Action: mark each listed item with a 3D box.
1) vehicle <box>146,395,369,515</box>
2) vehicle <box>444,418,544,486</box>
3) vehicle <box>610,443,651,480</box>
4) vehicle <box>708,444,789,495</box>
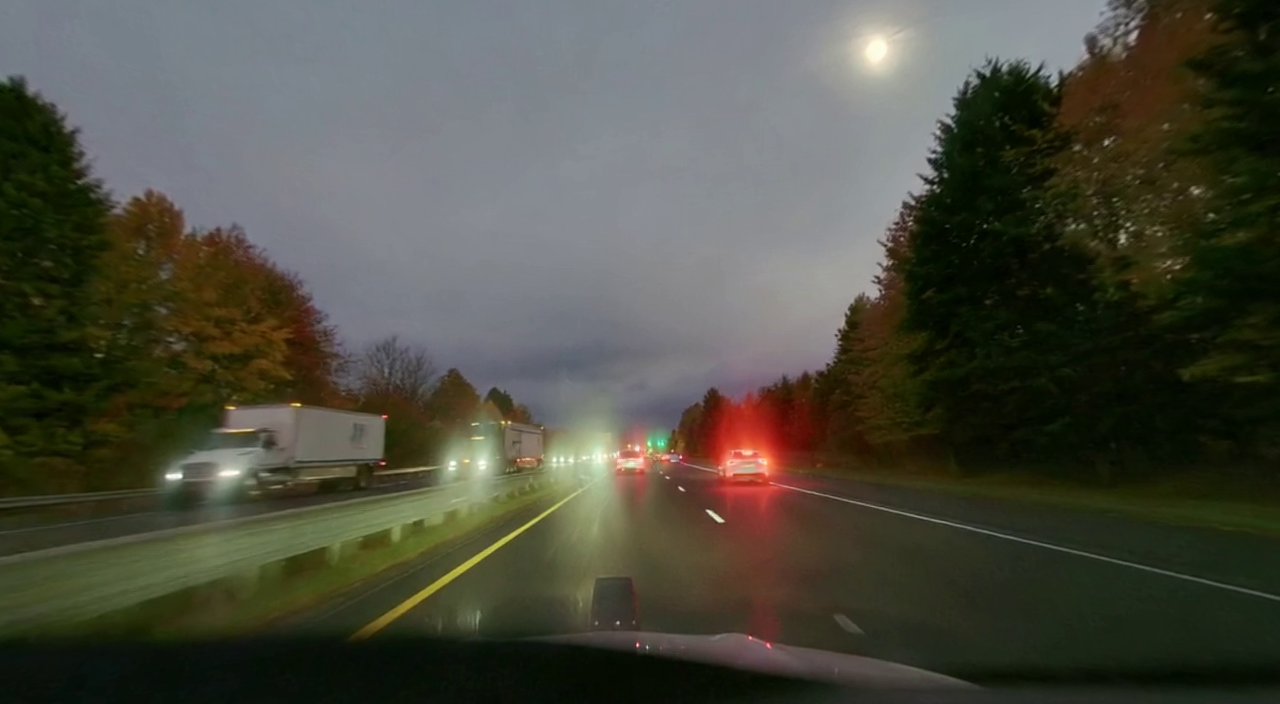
[{"bbox_3d":[-13.577,3.786,23.597,2.794,3.610,8.879,0,-9,-1],"label":"vehicle"},{"bbox_3d":[-9.206,6.687,42.390,2.893,3.609,16.653,0,-9,0],"label":"vehicle"},{"bbox_3d":[-0.469,5.569,32.139,1.937,1.699,3.936,0,-9,0],"label":"vehicle"},{"bbox_3d":[3.531,3.889,21.172,1.843,1.505,4.339,0,-9,-1],"label":"vehicle"}]
